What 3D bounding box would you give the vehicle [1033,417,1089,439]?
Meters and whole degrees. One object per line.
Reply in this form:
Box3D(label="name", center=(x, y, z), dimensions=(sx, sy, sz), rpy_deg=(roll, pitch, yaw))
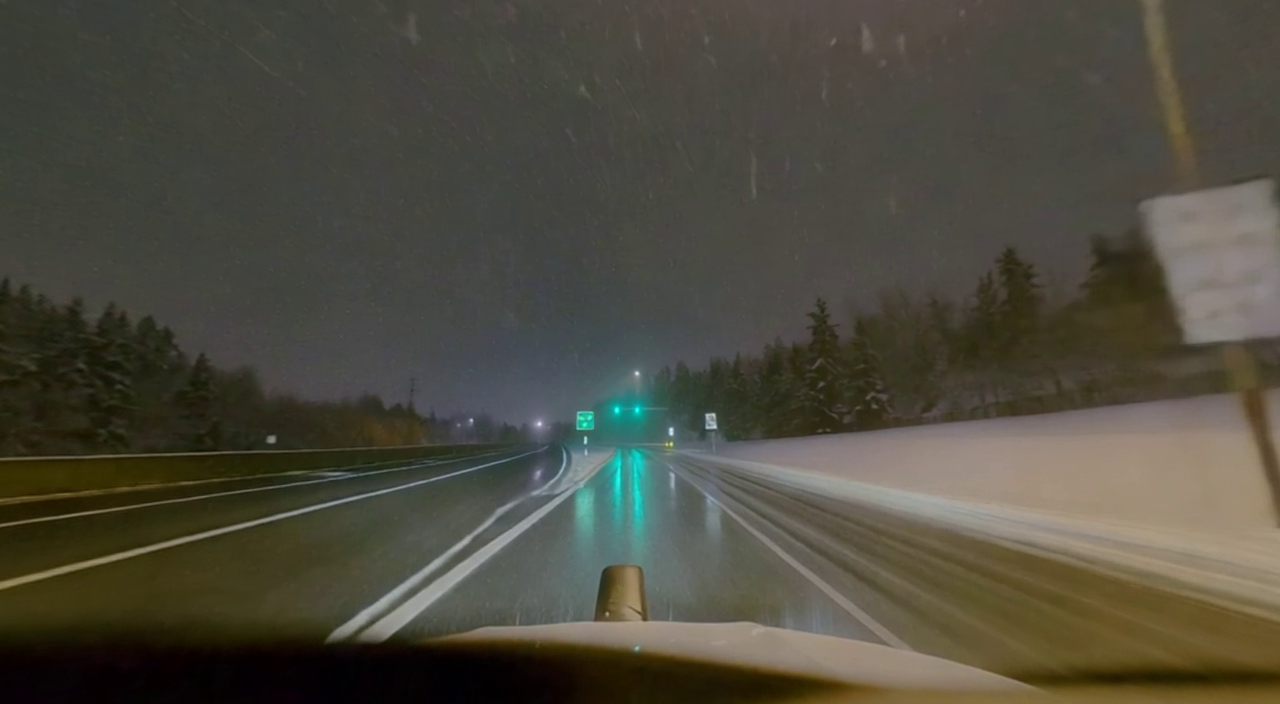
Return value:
Box3D(label="vehicle", center=(32.120, 5.821, 48.225), dimensions=(1.853, 1.521, 4.259), rpy_deg=(-1, -9, 8))
